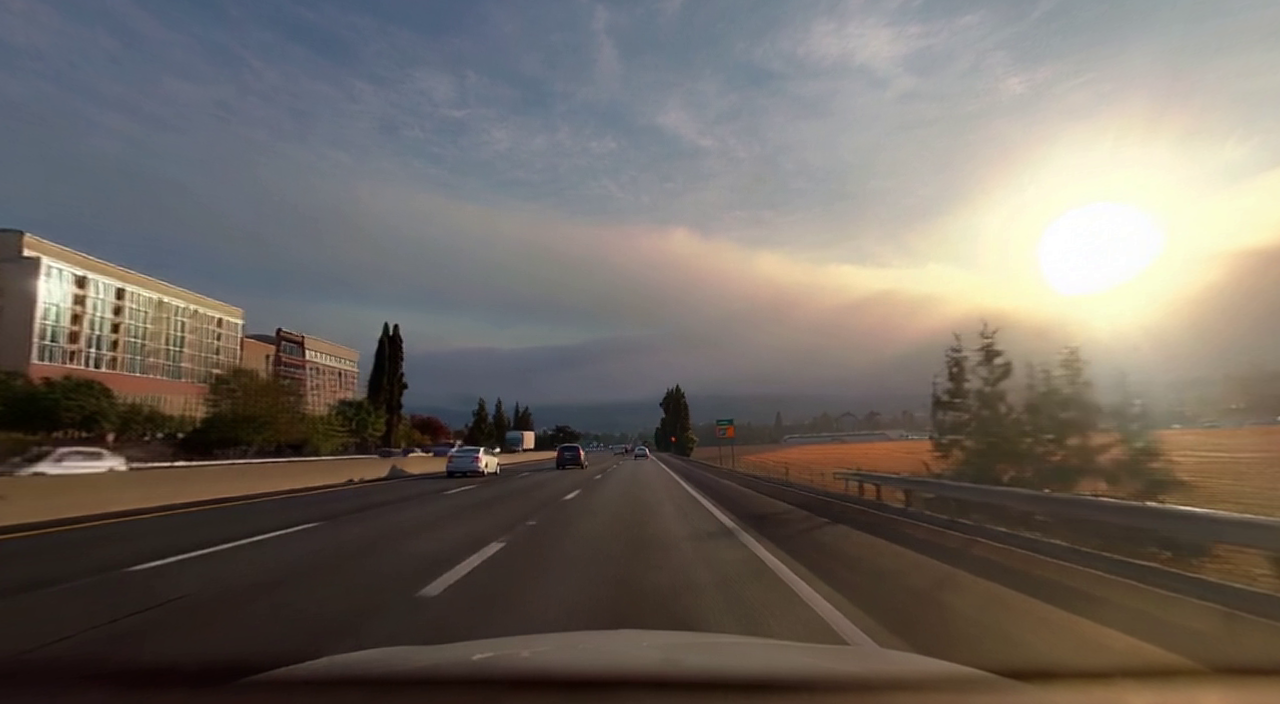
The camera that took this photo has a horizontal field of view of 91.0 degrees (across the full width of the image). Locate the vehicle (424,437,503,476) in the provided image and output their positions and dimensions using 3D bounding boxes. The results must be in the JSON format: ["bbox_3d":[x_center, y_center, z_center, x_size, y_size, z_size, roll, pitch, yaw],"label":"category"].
[{"bbox_3d":[-7.529,4.522,27.378,2.034,1.523,4.627,0,-8,1],"label":"vehicle"}]

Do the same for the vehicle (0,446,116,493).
[{"bbox_3d":[-22.404,4.275,23.291,1.966,1.559,4.660,0,-8,1],"label":"vehicle"}]

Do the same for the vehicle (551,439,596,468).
[{"bbox_3d":[-3.901,6.104,37.959,2.083,1.588,4.801,0,-8,1],"label":"vehicle"}]
